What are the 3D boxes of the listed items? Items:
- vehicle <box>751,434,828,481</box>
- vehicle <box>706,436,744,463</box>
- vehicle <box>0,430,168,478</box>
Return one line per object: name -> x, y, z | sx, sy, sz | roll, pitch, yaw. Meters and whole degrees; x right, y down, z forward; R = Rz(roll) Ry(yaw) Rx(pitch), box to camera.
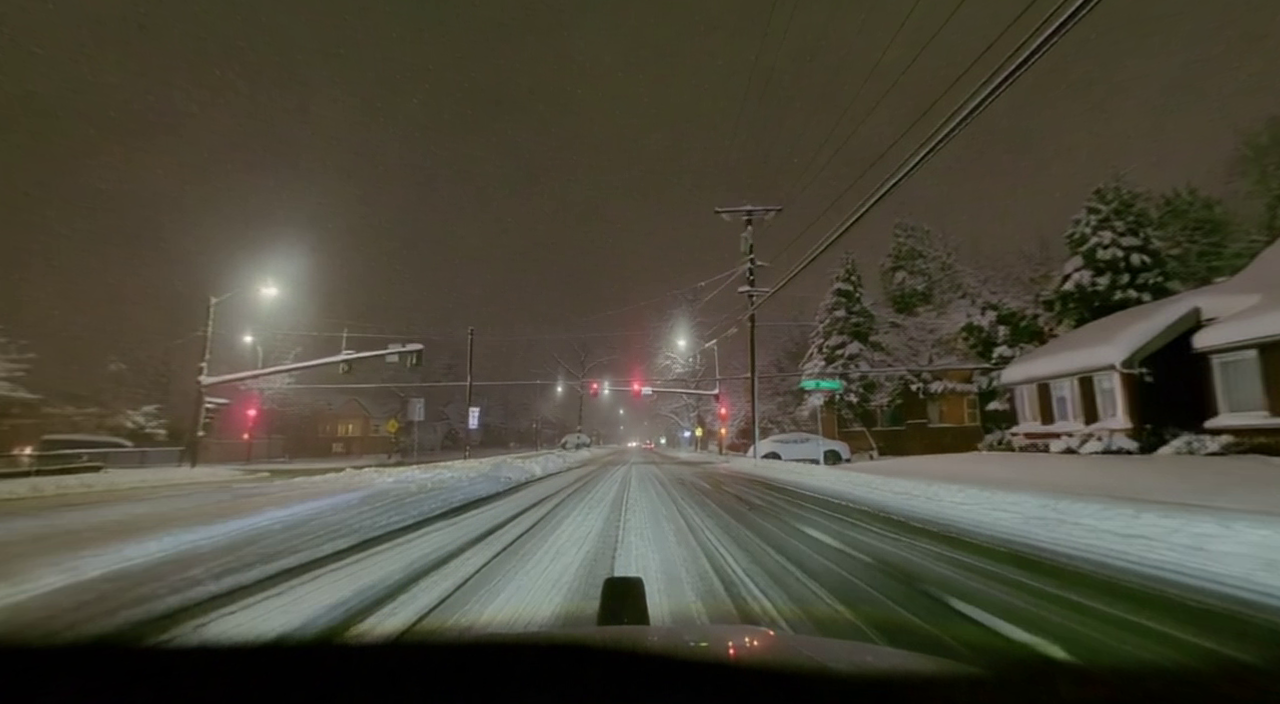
vehicle -> 6.167, 4.400, 26.591 | 2.094, 1.766, 4.792 | 0, -8, 0
vehicle -> 6.606, 7.636, 49.433 | 2.293, 1.942, 5.004 | 0, -8, 1
vehicle -> -42.041, 7.633, 47.513 | 10.437, 3.440, 2.994 | 0, -7, 1
